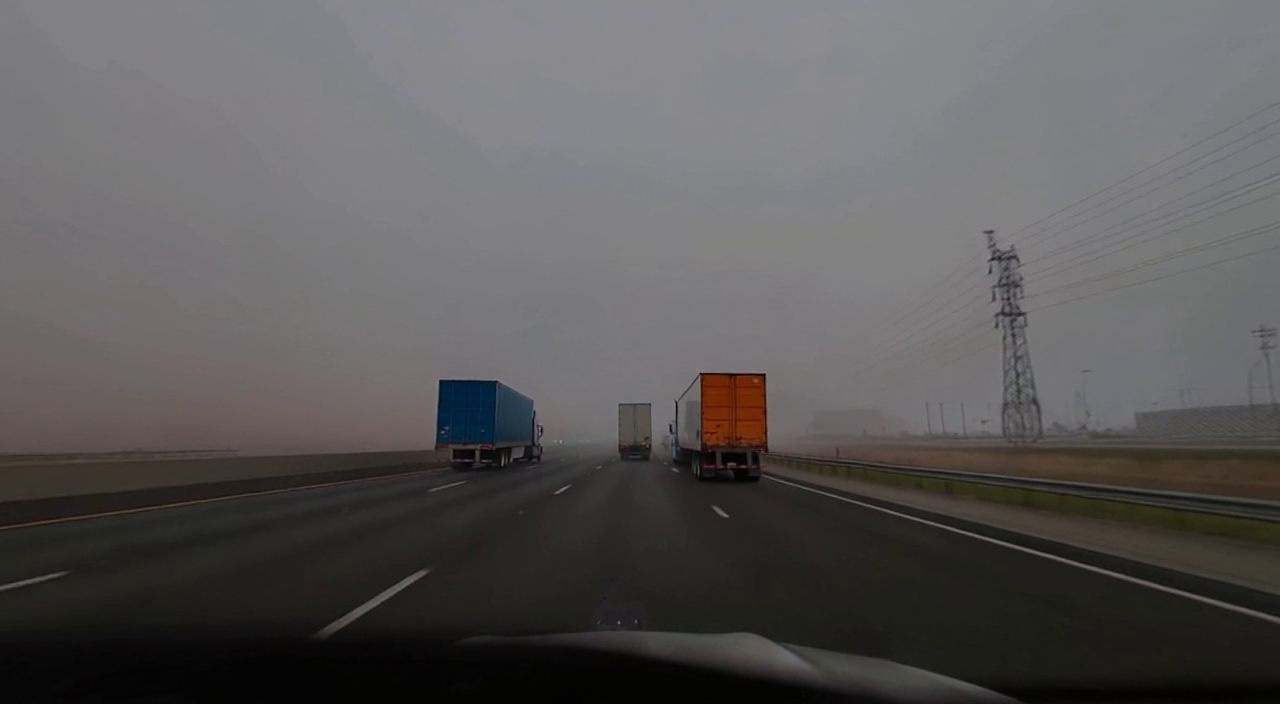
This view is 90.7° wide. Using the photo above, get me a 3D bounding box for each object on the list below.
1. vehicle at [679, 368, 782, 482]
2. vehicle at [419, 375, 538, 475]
[{"bbox_3d":[3.421,3.199,26.771,2.806,3.919,9.777,0,-8,0],"label":"vehicle"},{"bbox_3d":[-7.303,3.695,30.718,2.937,3.981,11.119,0,-8,-1],"label":"vehicle"}]
